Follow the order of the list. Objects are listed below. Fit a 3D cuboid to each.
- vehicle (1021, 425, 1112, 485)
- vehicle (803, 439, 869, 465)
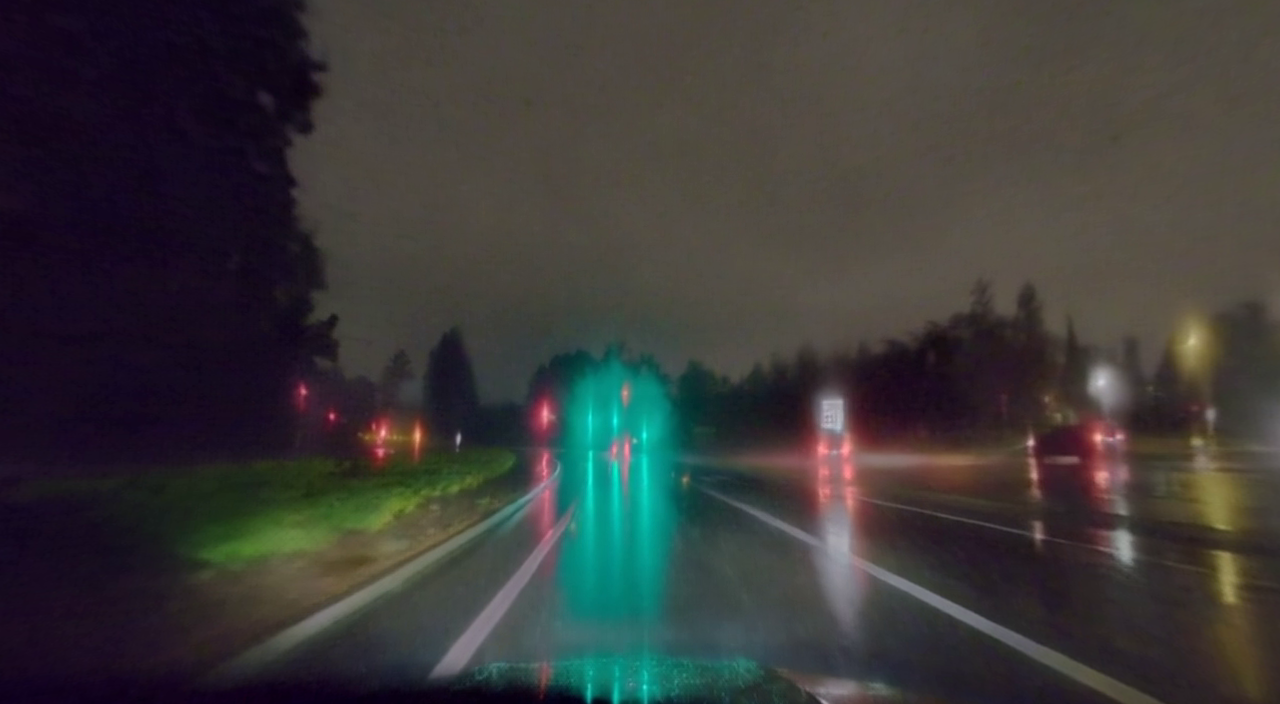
[{"bbox_3d":[23.250,5.637,34.757,2.236,2.968,6.014,-3,-9,17],"label":"vehicle"},{"bbox_3d":[14.876,7.613,48.057,4.457,1.724,1.871,3,-8,-3],"label":"vehicle"}]
